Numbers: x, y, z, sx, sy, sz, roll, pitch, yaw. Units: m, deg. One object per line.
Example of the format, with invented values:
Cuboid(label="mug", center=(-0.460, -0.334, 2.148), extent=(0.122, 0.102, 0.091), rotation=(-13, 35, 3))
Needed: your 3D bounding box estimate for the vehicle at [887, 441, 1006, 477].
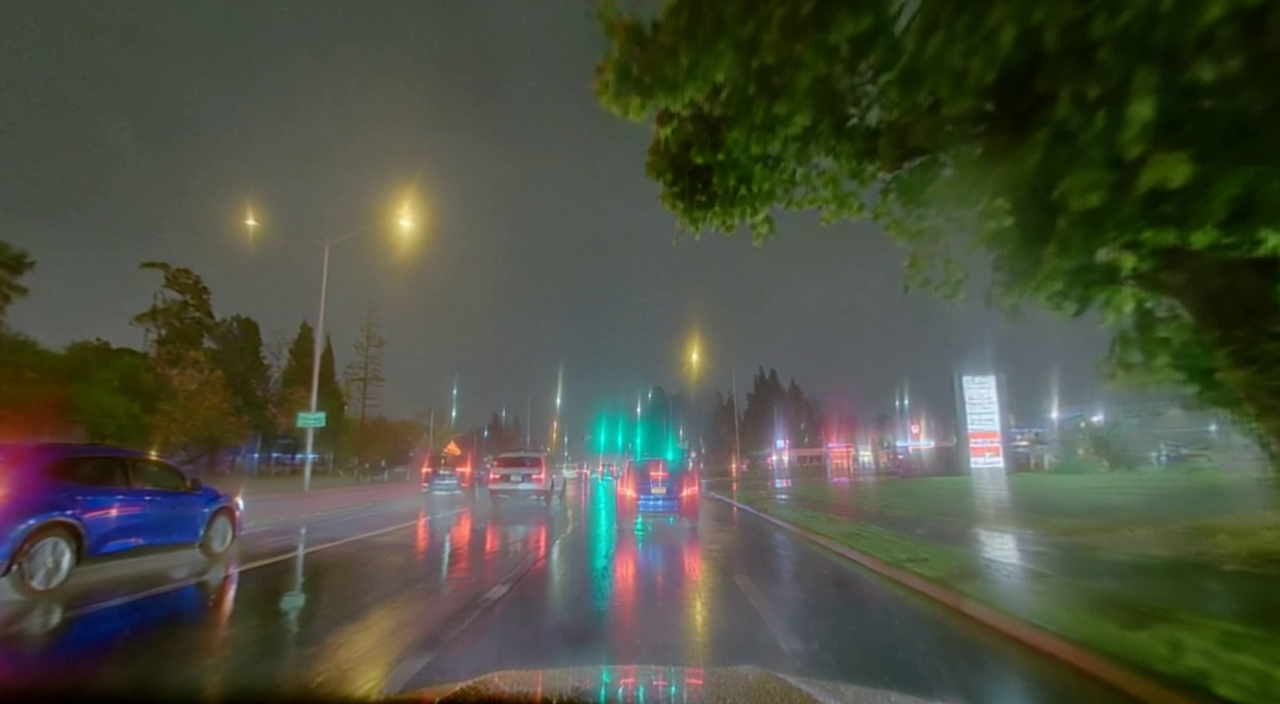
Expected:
Cuboid(label="vehicle", center=(18.198, 6.311, 37.571), extent=(5.852, 1.962, 2.323), rotation=(-8, -11, 41))

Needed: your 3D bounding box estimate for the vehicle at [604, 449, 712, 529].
Cuboid(label="vehicle", center=(0.390, 2.970, 14.254), extent=(2.091, 1.494, 3.962), rotation=(0, -9, 1))

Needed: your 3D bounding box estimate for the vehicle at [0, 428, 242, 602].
Cuboid(label="vehicle", center=(-7.126, 1.780, 7.449), extent=(1.968, 1.657, 4.230), rotation=(0, -9, 1))

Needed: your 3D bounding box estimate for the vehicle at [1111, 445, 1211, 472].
Cuboid(label="vehicle", center=(30.546, 6.205, 36.988), extent=(1.757, 1.496, 4.200), rotation=(7, -11, -42))

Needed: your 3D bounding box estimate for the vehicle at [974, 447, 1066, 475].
Cuboid(label="vehicle", center=(22.463, 6.469, 37.298), extent=(4.220, 1.550, 1.935), rotation=(-9, -13, 43))

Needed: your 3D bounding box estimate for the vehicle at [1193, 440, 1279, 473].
Cuboid(label="vehicle", center=(35.010, 6.124, 36.702), extent=(3.950, 1.521, 1.741), rotation=(-15, -17, 39))

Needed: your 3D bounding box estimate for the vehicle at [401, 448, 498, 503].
Cuboid(label="vehicle", center=(-6.787, 4.421, 22.975), extent=(2.032, 1.767, 4.549), rotation=(0, -9, 1))

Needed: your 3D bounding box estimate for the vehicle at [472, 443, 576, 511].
Cuboid(label="vehicle", center=(-3.202, 3.543, 18.468), extent=(2.055, 1.725, 4.732), rotation=(0, -9, 1))
